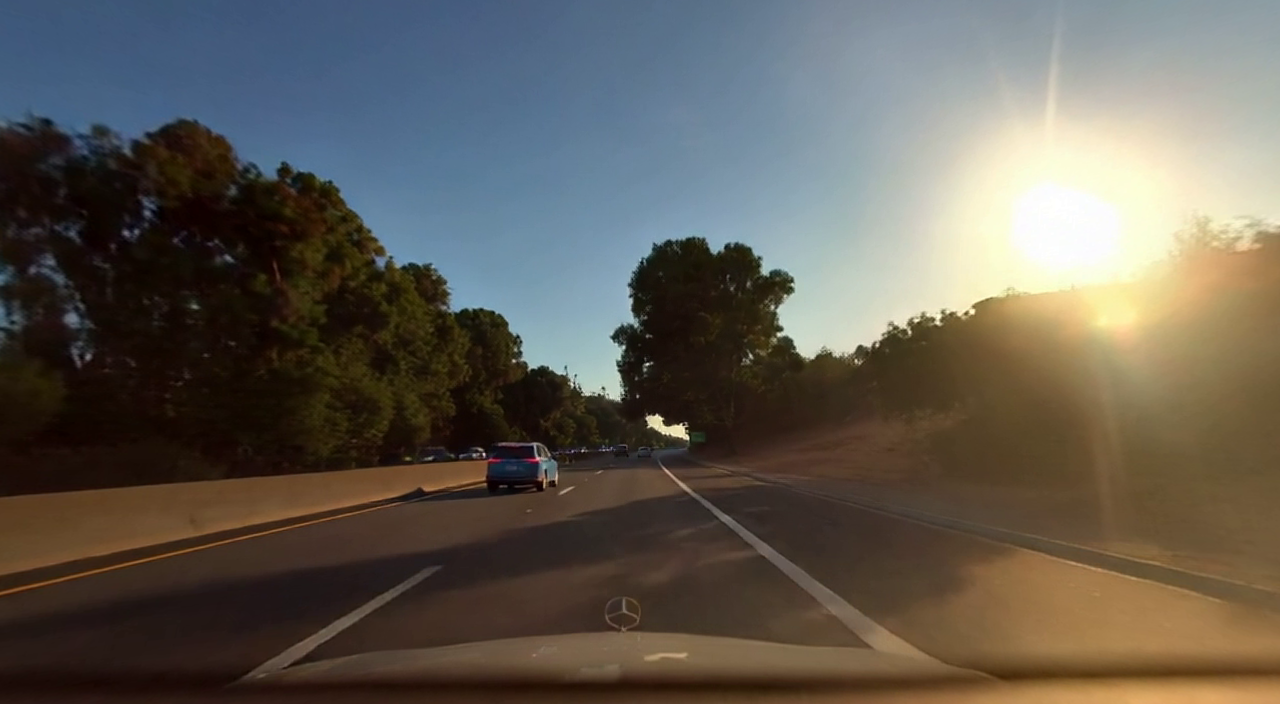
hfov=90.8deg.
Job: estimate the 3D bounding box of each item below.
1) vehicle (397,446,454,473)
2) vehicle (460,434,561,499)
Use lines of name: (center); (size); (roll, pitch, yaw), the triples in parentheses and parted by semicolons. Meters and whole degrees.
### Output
vehicle: (-12.714, 6.362, 37.644); (1.882, 1.482, 4.100); (0, -9, 1)
vehicle: (-3.800, 3.454, 19.468); (2.110, 1.727, 4.607); (0, -9, 1)
